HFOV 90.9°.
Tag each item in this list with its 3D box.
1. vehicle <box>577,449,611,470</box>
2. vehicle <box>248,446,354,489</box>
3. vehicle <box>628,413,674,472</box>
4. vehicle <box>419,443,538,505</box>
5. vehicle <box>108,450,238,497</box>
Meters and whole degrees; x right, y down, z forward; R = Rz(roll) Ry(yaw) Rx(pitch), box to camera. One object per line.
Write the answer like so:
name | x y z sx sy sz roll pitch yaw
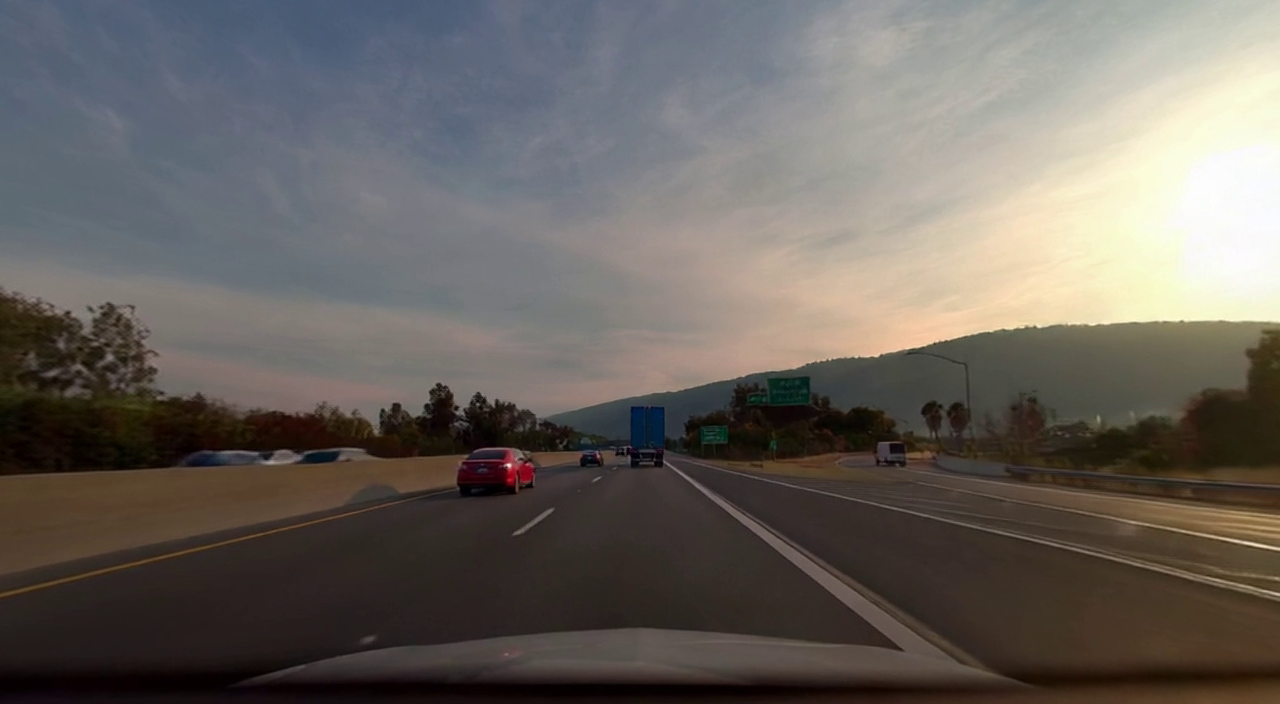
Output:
vehicle | -3.296 7.785 45.929 1.981 1.435 4.199 0 -9 2
vehicle | -12.262 4.185 23.084 1.741 1.429 3.684 0 -9 2
vehicle | 0.744 6.347 43.885 2.893 3.628 9.081 0 -9 1
vehicle | -4.198 3.244 17.205 2.010 1.461 4.391 0 -9 1
vehicle | -16.000 4.136 21.844 1.675 1.459 3.560 0 -9 1
